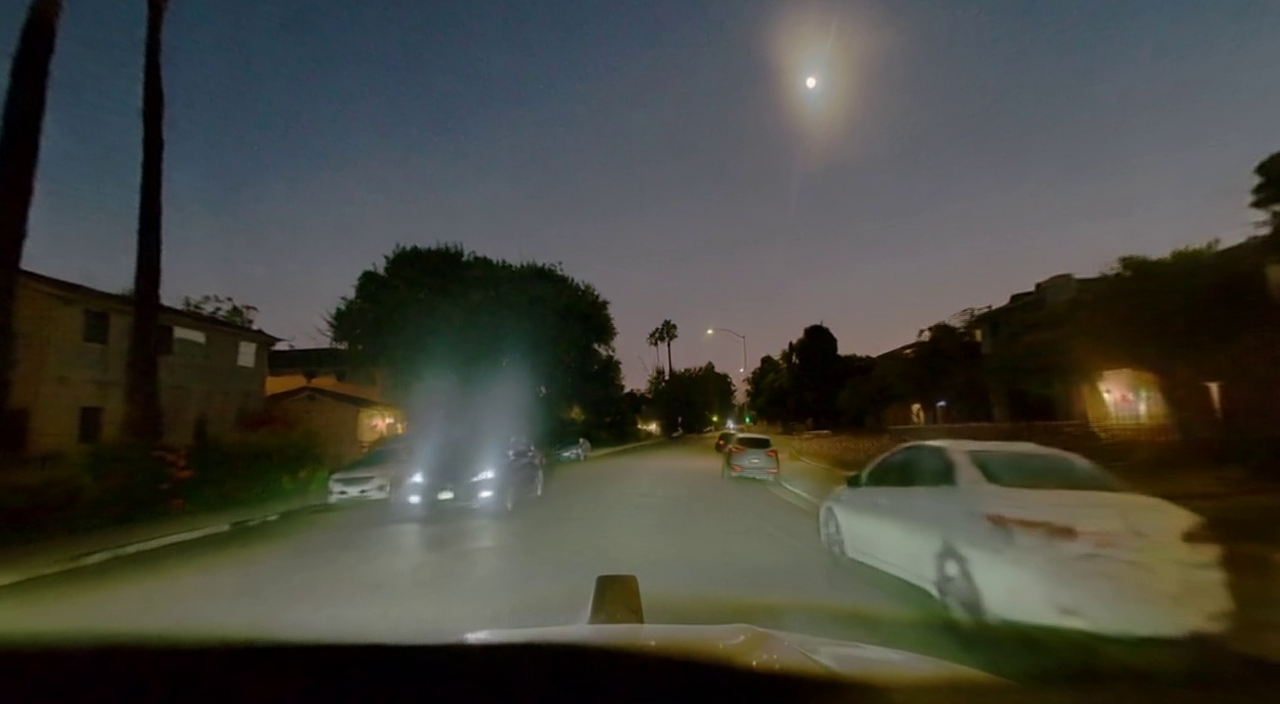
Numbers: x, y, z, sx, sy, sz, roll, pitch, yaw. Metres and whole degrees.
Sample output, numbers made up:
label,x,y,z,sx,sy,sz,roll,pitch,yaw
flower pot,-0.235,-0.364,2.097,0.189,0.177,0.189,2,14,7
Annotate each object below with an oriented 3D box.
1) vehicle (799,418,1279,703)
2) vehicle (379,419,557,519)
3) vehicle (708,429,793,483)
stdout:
label,x,y,z,sx,sy,sz,roll,pitch,yaw
vehicle,2.925,1.358,5.220,1.942,1.465,4.123,0,-8,-3
vehicle,-3.463,2.473,13.907,2.305,1.781,4.834,-1,-8,4
vehicle,3.405,3.285,20.185,2.045,1.519,4.231,-1,-8,2
